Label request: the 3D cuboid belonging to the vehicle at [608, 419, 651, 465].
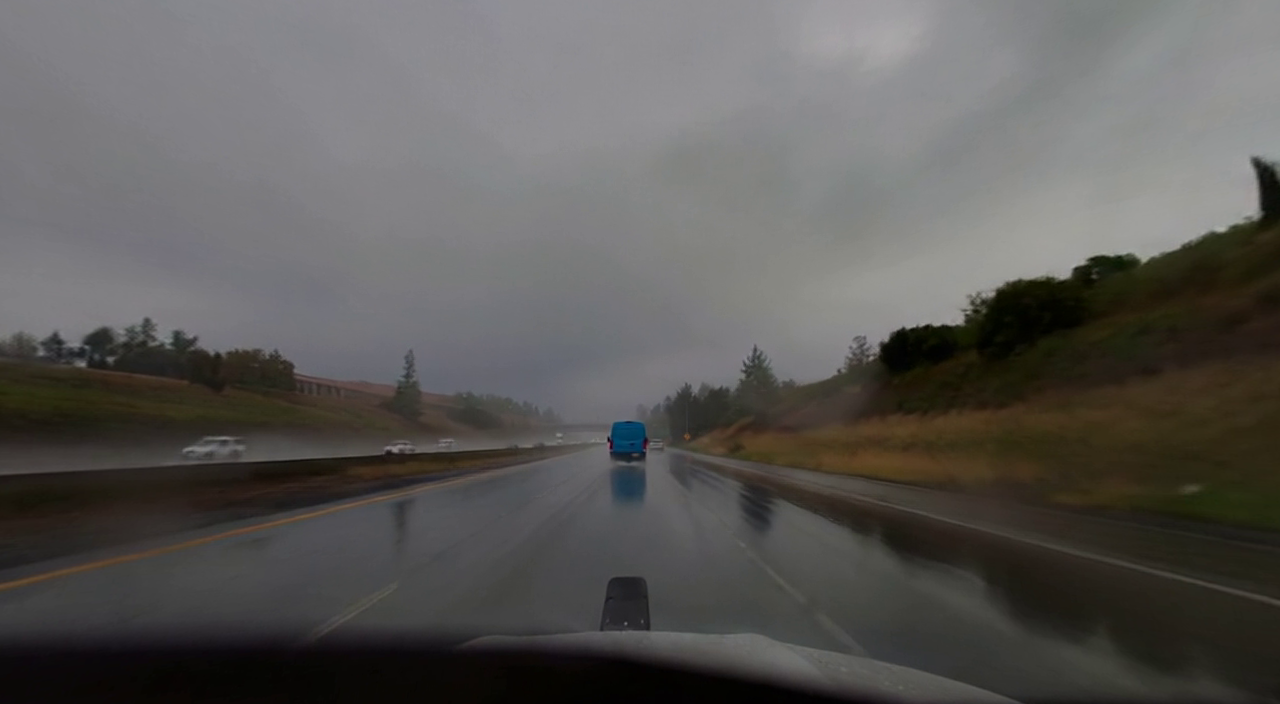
[{"bbox_3d":[-0.613,5.259,36.662,2.329,2.483,5.428,0,-8,-1],"label":"vehicle"}]
